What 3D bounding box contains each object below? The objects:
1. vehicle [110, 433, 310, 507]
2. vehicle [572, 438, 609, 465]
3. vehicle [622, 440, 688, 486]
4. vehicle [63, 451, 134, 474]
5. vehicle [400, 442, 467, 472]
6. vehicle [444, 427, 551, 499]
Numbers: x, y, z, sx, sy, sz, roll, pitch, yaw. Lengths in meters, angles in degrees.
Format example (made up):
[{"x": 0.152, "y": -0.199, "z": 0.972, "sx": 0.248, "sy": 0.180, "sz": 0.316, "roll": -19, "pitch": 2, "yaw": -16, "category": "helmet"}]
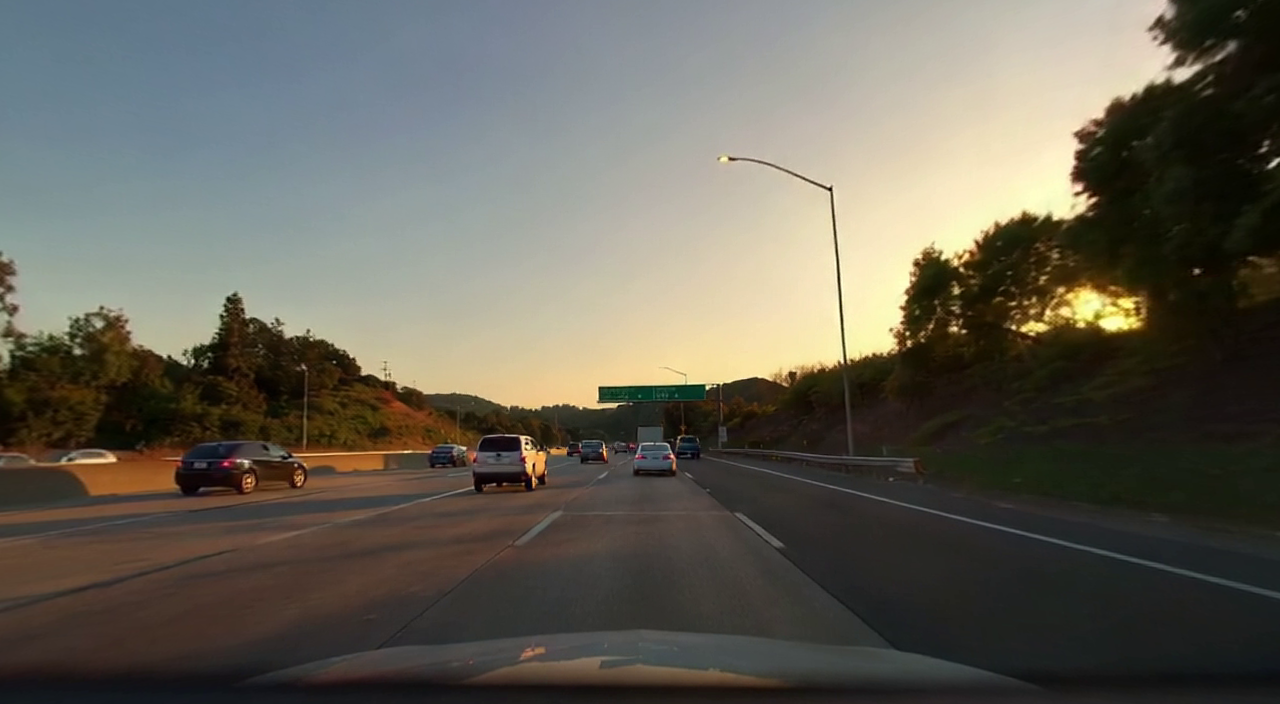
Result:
[{"x": -10.592, "y": 2.909, "z": 16.036, "sx": 1.941, "sy": 1.602, "sz": 4.277, "roll": 0, "pitch": -8, "yaw": 2, "category": "vehicle"}, {"x": -3.084, "y": 6.291, "z": 39.986, "sx": 1.897, "sy": 1.646, "sz": 4.049, "roll": 0, "pitch": -8, "yaw": 1, "category": "vehicle"}, {"x": 0.477, "y": 3.732, "z": 21.597, "sx": 2.054, "sy": 1.421, "sz": 4.090, "roll": 0, "pitch": -8, "yaw": 0, "category": "vehicle"}, {"x": -36.045, "y": 7.345, "z": 42.050, "sx": 1.541, "sy": 1.414, "sz": 3.511, "roll": 0, "pitch": -8, "yaw": 1, "category": "vehicle"}, {"x": -10.730, "y": 5.464, "z": 33.128, "sx": 1.902, "sy": 1.478, "sz": 4.505, "roll": 0, "pitch": -8, "yaw": 1, "category": "vehicle"}, {"x": -3.728, "y": 2.977, "z": 17.330, "sx": 1.903, "sy": 1.721, "sz": 4.210, "roll": 0, "pitch": -8, "yaw": 1, "category": "vehicle"}]
